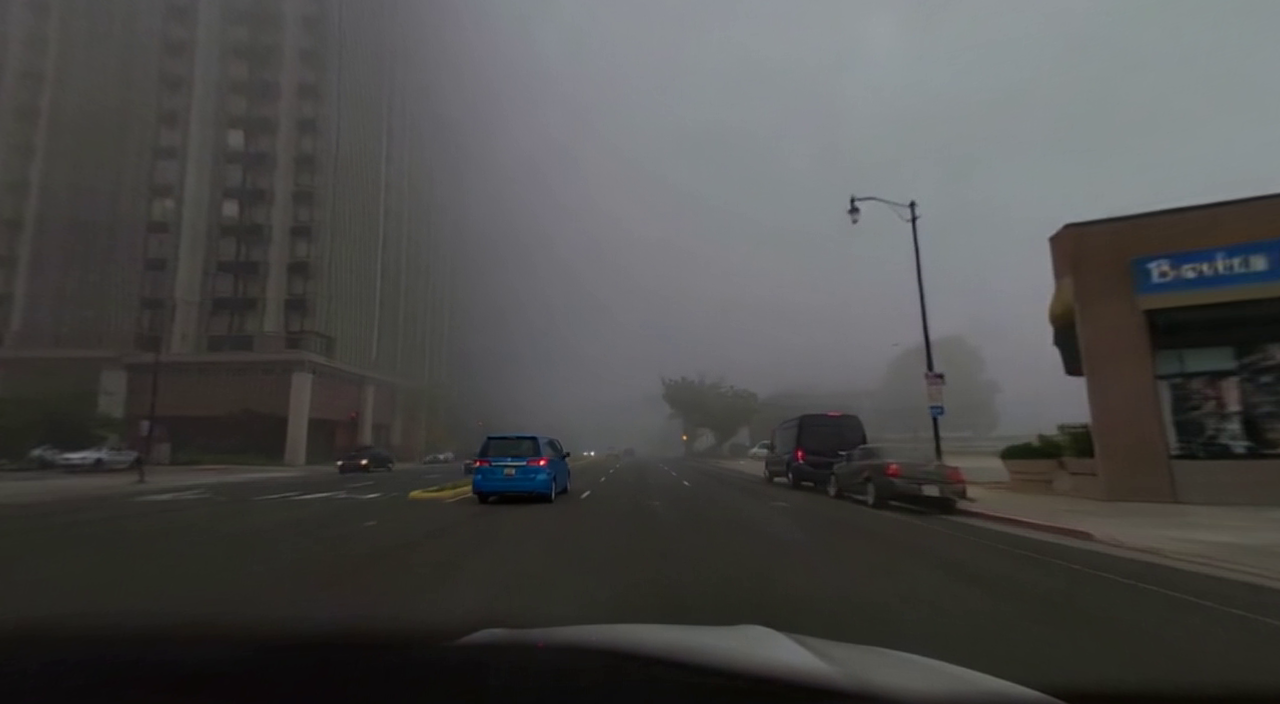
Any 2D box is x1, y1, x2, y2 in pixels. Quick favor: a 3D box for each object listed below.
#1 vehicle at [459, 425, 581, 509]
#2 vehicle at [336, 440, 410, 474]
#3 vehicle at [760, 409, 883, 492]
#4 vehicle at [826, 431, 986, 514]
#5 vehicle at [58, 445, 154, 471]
[{"bbox_3d":[-2.652,2.666,14.942,2.080,1.722,3.766,0,-8,1],"label":"vehicle"},{"bbox_3d":[-14.488,5.731,34.461,1.993,1.710,4.520,0,-8,1],"label":"vehicle"},{"bbox_3d":[6.255,3.523,22.757,2.642,2.582,6.157,0,-8,1],"label":"vehicle"},{"bbox_3d":[6.426,2.942,15.964,1.942,1.753,4.912,0,-8,1],"label":"vehicle"},{"bbox_3d":[-33.583,6.647,39.814,1.794,1.478,4.992,0,-8,-2],"label":"vehicle"}]
